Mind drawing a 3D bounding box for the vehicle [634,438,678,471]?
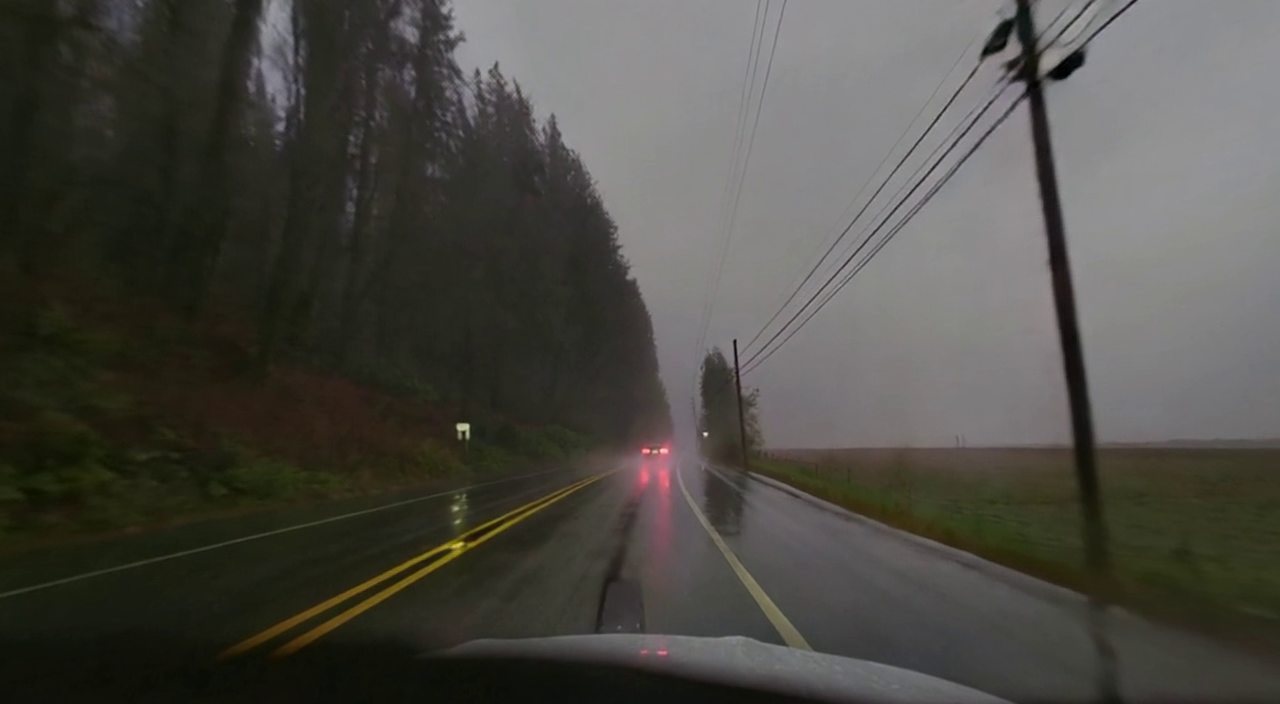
[{"bbox_3d":[0.841,5.091,31.494,2.059,1.524,3.963,-1,-8,3],"label":"vehicle"}]
